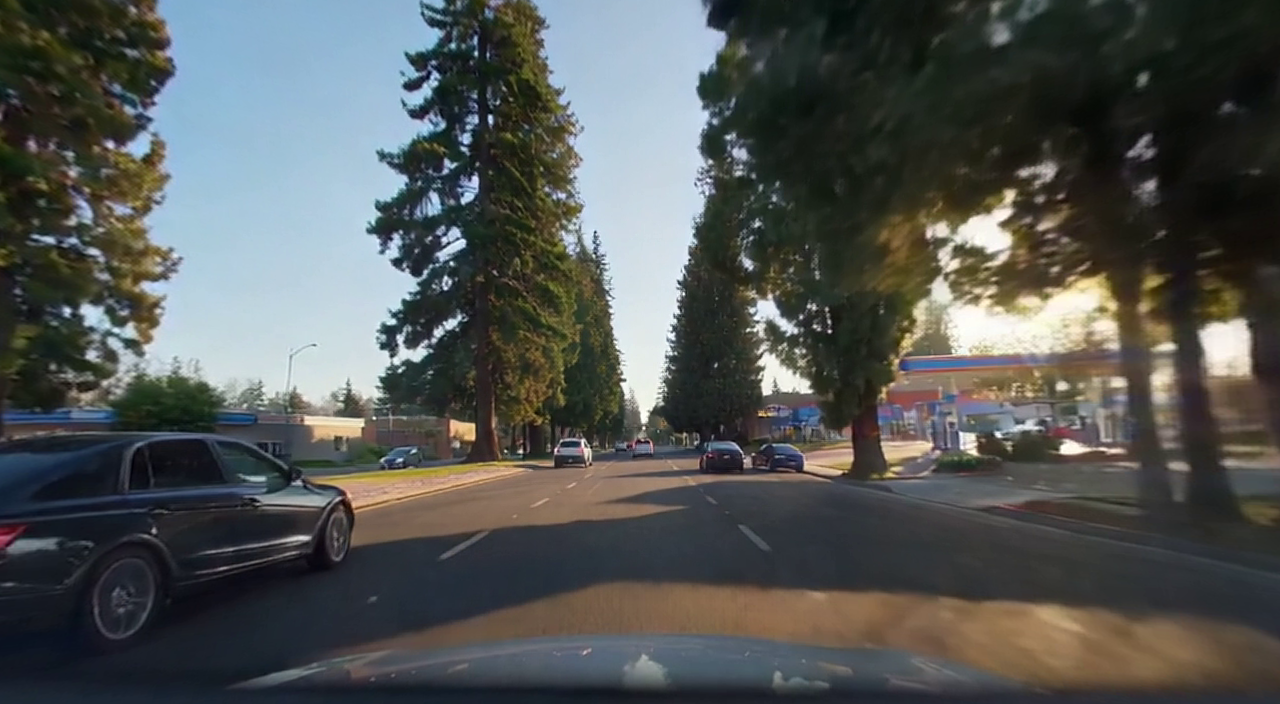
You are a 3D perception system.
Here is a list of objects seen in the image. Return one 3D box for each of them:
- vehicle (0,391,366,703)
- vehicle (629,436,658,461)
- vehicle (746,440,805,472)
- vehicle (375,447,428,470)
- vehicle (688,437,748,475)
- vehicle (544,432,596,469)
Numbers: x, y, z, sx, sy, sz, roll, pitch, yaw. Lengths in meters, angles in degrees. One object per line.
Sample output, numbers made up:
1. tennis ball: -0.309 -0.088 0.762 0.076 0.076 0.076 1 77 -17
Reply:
1. vehicle: -4.096 1.151 4.380 1.988 1.530 5.155 0 -8 1
2. vehicle: 0.235 6.498 42.542 1.922 1.579 3.642 0 -8 0
3. vehicle: 6.443 4.985 30.506 1.856 1.421 4.357 0 -8 -1
4. vehicle: -16.833 7.509 44.718 1.808 1.476 4.449 0 -8 2
5. vehicle: 3.275 4.468 27.434 2.010 1.486 4.498 0 -8 -1
6. vehicle: -3.451 4.973 31.995 2.051 1.747 4.370 0 -8 1
